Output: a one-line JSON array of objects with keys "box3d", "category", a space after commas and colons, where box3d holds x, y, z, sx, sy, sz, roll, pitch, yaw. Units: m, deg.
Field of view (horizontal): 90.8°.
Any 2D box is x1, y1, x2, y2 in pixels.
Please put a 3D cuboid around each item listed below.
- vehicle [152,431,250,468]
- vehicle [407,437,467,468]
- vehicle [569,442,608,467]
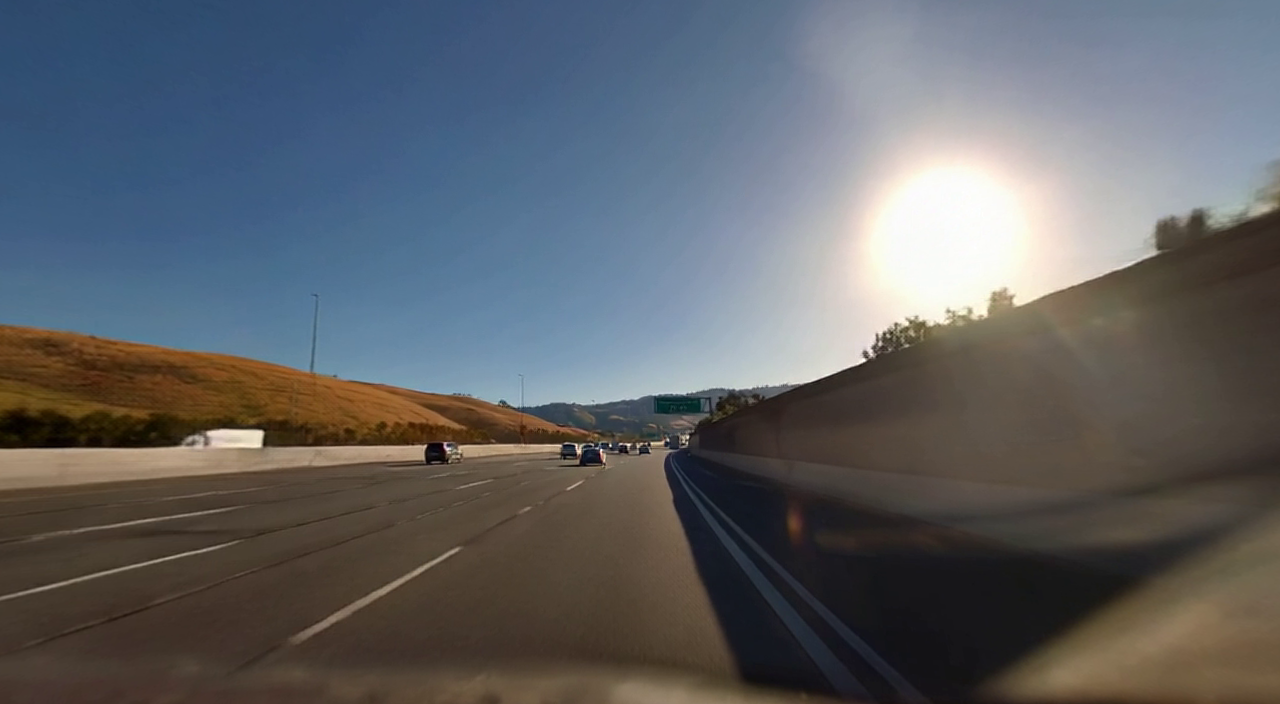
[{"box3d": [-32.697, 7.289, 47.351, 2.219, 2.546, 6.742, -1, -8, 2], "category": "vehicle"}, {"box3d": [-12.676, 6.292, 39.769, 2.076, 1.766, 4.831, 0, -8, 2], "category": "vehicle"}, {"box3d": [-3.149, 6.353, 39.374, 1.931, 1.492, 4.076, 0, -8, 2], "category": "vehicle"}]
